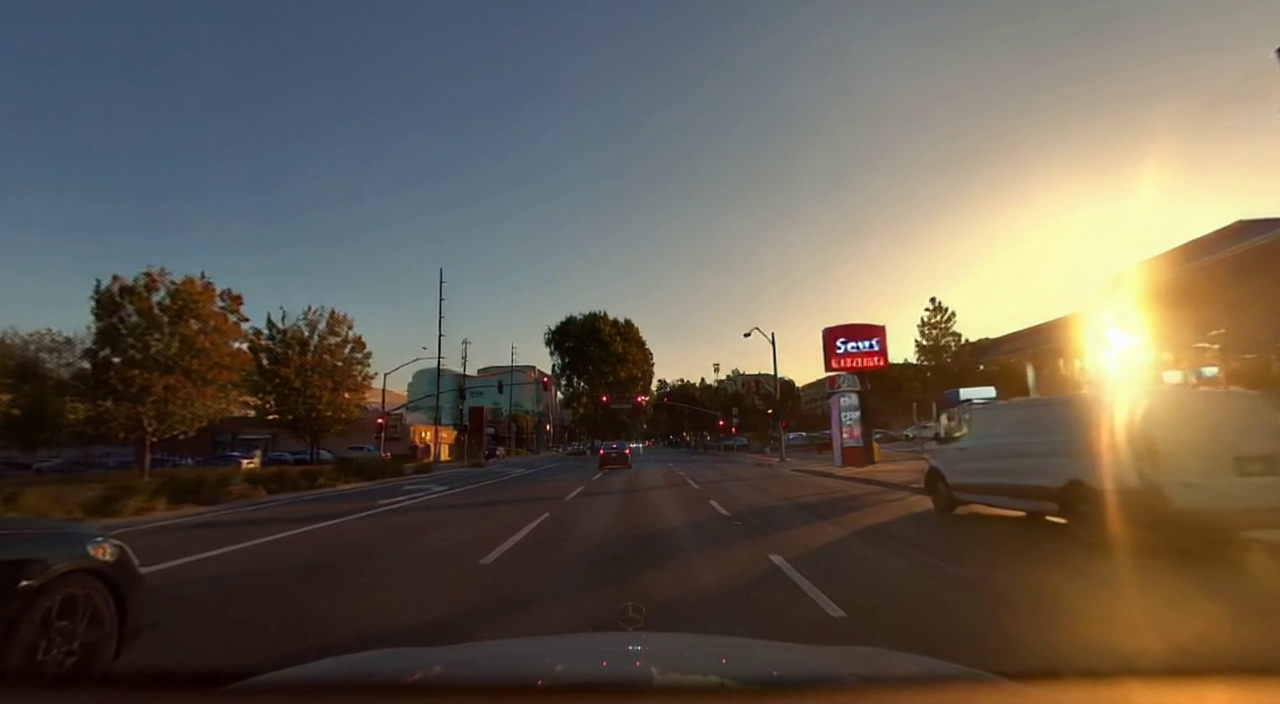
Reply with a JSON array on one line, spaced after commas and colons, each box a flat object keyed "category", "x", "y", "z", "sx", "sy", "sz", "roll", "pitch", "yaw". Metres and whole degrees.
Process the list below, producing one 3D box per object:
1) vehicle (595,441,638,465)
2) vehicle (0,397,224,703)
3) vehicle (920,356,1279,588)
[{"category": "vehicle", "x": -1.476, "y": 6.506, "z": 40.951, "sx": 2.082, "sy": 1.460, "sz": 4.442, "roll": -1, "pitch": -8, "yaw": 7}, {"category": "vehicle", "x": -3.445, "y": 0.775, "z": 1.412, "sx": 2.018, "sy": 1.470, "sz": 4.346, "roll": 0, "pitch": -8, "yaw": 0}, {"category": "vehicle", "x": 7.185, "y": 1.659, "z": 9.650, "sx": 2.764, "sy": 2.327, "sz": 6.492, "roll": 0, "pitch": -8, "yaw": 0}]
